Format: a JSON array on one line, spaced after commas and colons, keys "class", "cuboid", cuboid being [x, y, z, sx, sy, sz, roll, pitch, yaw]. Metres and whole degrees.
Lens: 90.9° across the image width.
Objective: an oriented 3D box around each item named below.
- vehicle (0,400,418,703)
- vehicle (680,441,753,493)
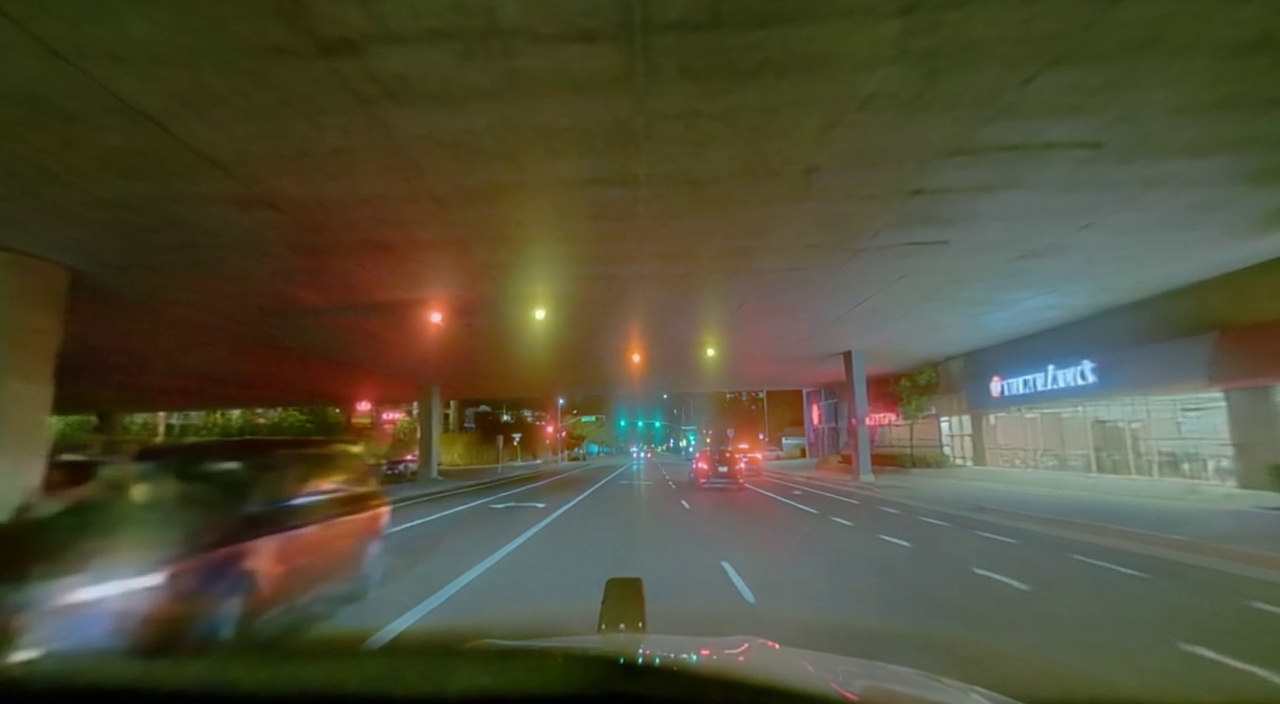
[{"class": "vehicle", "cuboid": [-3.153, 1.272, 3.851, 2.076, 1.653, 4.152, 0, -9, 0]}, {"class": "vehicle", "cuboid": [2.473, 3.837, 21.389, 1.947, 1.576, 3.825, 0, -9, 0]}]
